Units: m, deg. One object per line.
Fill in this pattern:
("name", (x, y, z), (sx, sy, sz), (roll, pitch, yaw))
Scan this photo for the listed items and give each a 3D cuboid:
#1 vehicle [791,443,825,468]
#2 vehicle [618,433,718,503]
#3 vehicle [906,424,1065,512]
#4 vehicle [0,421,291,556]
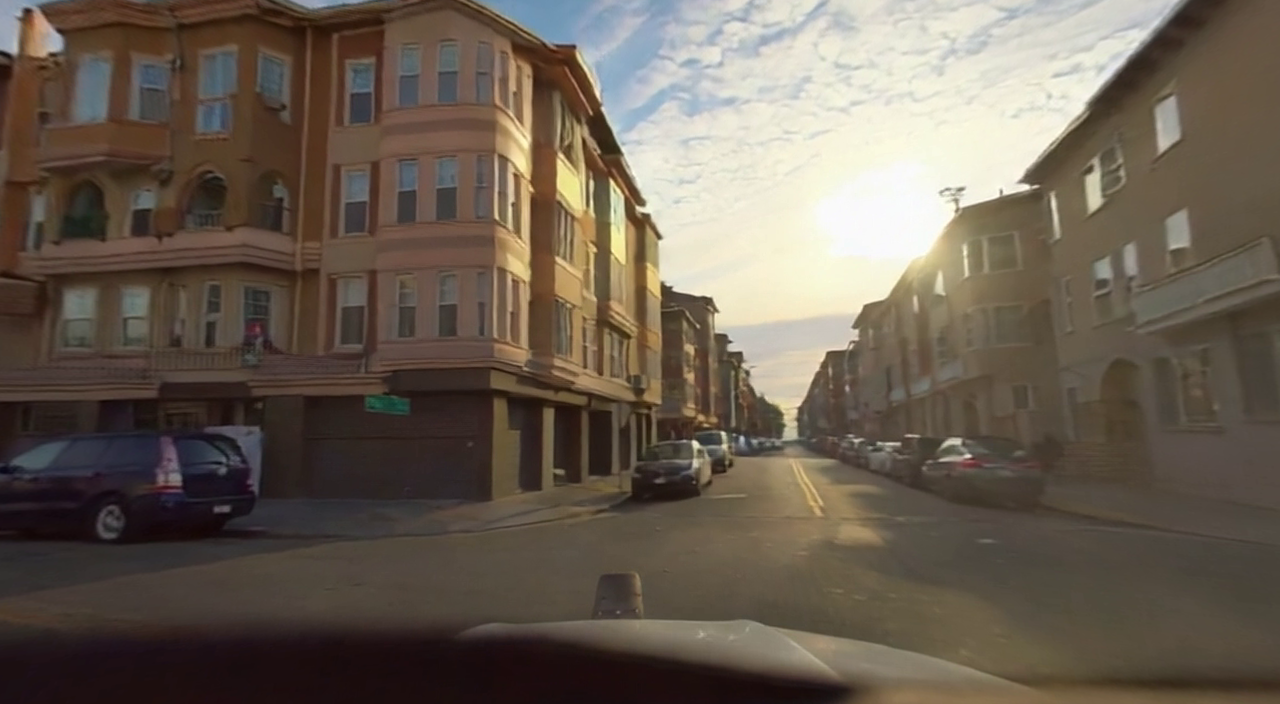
("vehicle", (12.596, 7.715, 47.293), (2.341, 1.675, 4.360), (-2, -8, 14))
("vehicle", (0.783, 2.699, 15.241), (1.882, 1.459, 3.518), (-2, -8, 11))
("vehicle", (7.051, 2.368, 13.342), (1.868, 1.544, 3.869), (-2, -9, 12))
("vehicle", (-7.932, 1.870, 9.256), (4.679, 1.631, 2.025), (-2, -8, 14))
